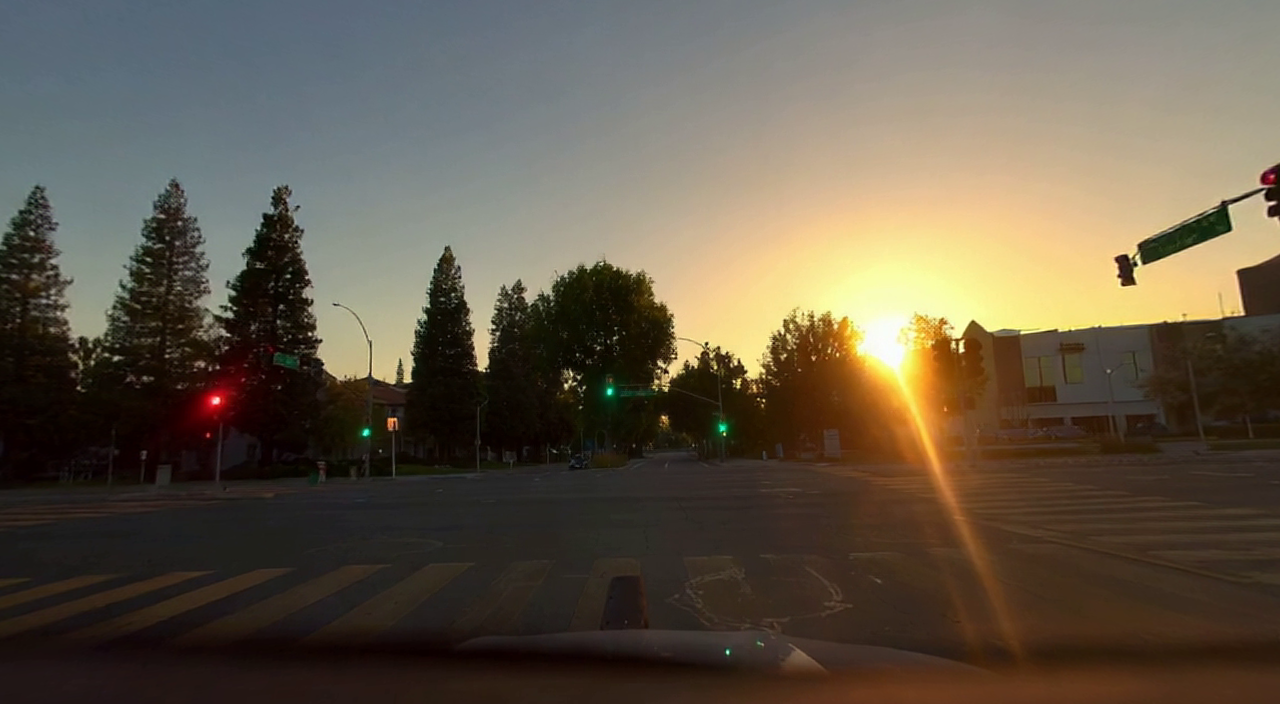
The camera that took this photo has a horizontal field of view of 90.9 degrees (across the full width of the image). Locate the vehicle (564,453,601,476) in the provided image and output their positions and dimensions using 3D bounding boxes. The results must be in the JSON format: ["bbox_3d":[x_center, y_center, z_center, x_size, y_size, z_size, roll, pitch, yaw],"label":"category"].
[{"bbox_3d":[-4.485,8.844,49.820,2.030,1.704,4.205,-1,-8,7],"label":"vehicle"}]
